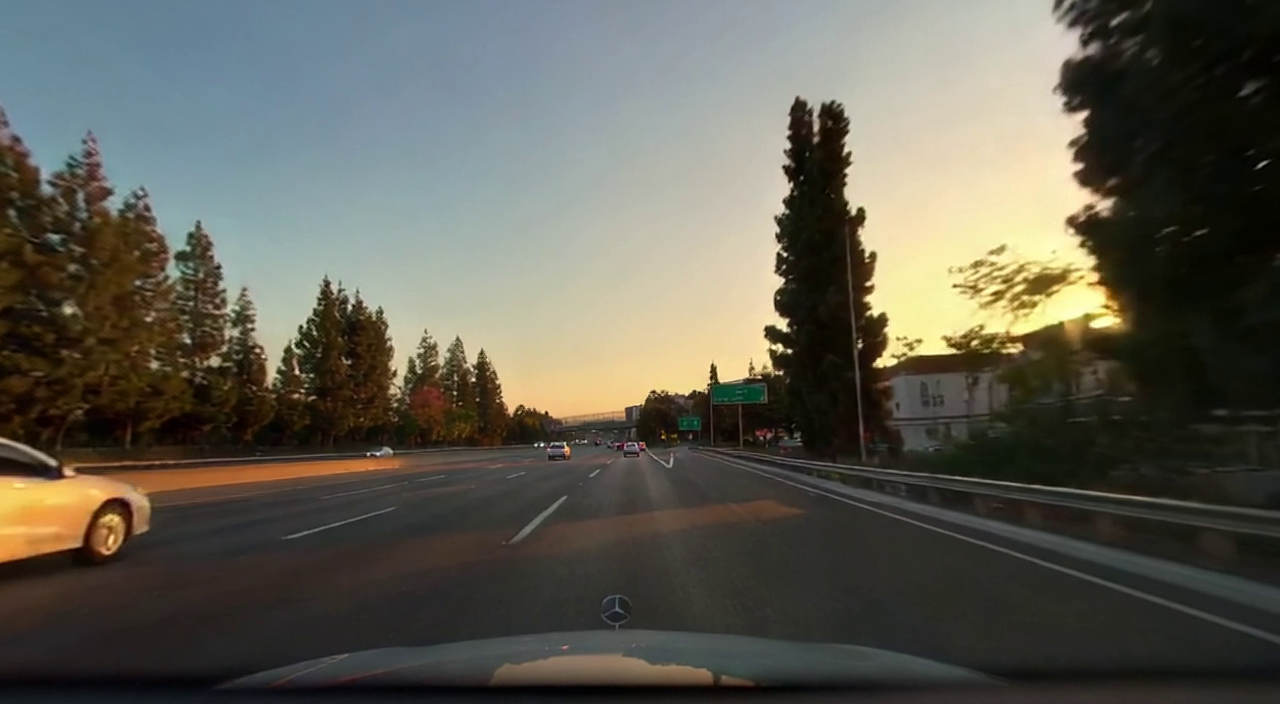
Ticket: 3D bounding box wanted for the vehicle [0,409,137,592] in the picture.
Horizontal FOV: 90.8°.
[{"bbox_3d":[-6.674,1.168,4.637,2.016,1.606,4.806,0,-9,-1],"label":"vehicle"}]
